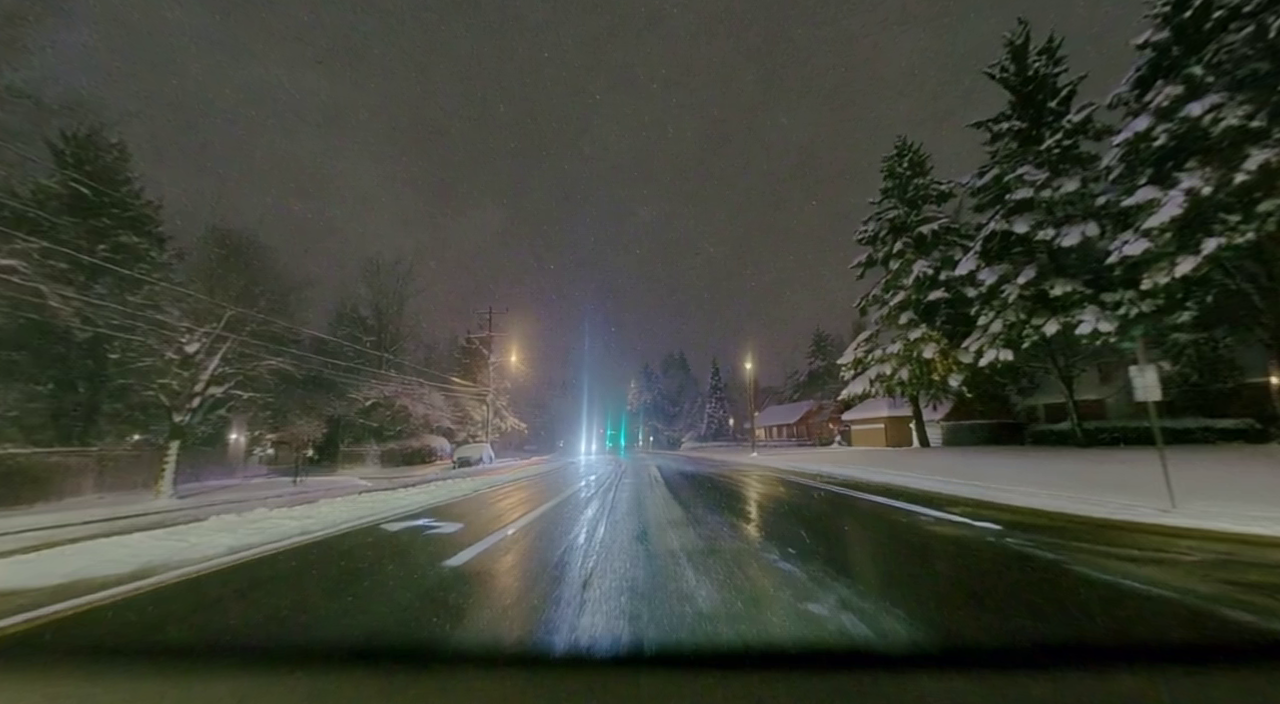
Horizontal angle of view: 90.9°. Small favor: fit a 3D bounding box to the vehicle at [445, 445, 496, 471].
[{"bbox_3d":[-12.036,7.542,45.177,2.066,1.681,5.292,-1,-8,2],"label":"vehicle"}]
